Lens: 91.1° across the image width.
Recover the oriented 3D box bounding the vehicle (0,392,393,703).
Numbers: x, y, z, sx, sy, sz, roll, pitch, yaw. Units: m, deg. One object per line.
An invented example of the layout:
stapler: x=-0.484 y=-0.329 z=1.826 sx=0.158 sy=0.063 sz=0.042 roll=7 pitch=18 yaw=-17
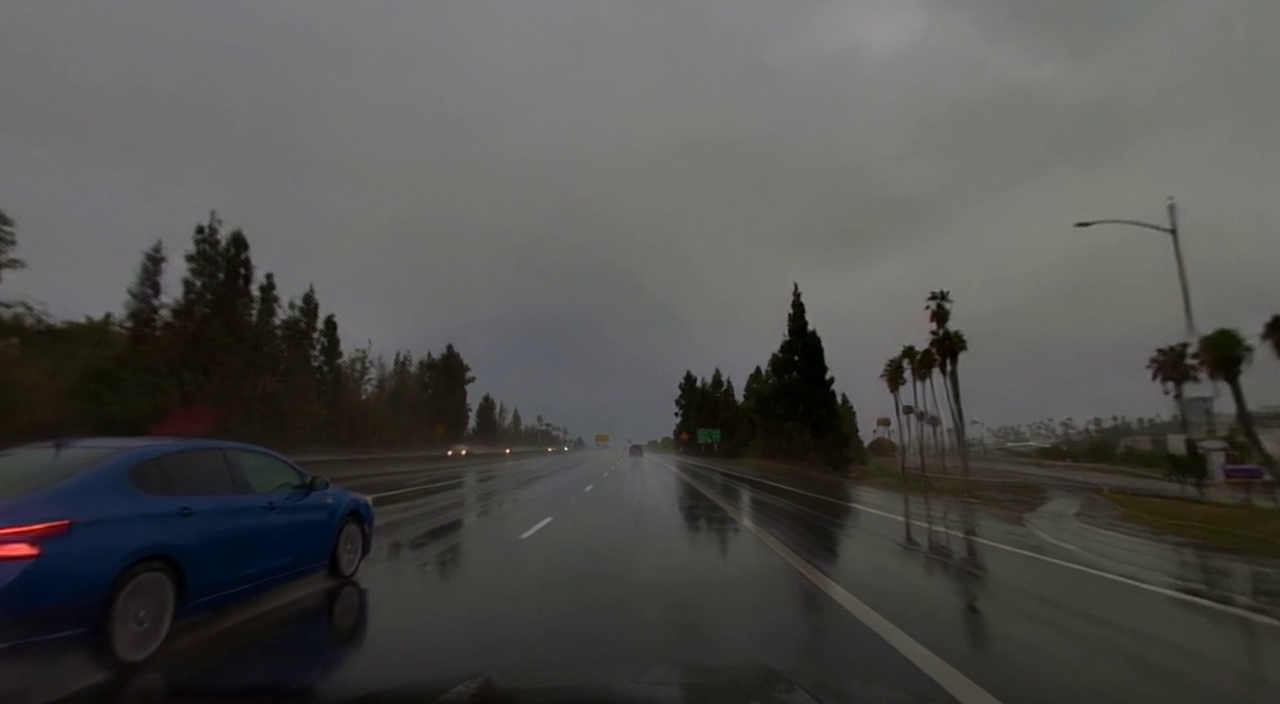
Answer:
vehicle: x=-3.712 y=1.186 z=4.227 sx=2.092 sy=1.562 sz=4.748 roll=0 pitch=-8 yaw=1
